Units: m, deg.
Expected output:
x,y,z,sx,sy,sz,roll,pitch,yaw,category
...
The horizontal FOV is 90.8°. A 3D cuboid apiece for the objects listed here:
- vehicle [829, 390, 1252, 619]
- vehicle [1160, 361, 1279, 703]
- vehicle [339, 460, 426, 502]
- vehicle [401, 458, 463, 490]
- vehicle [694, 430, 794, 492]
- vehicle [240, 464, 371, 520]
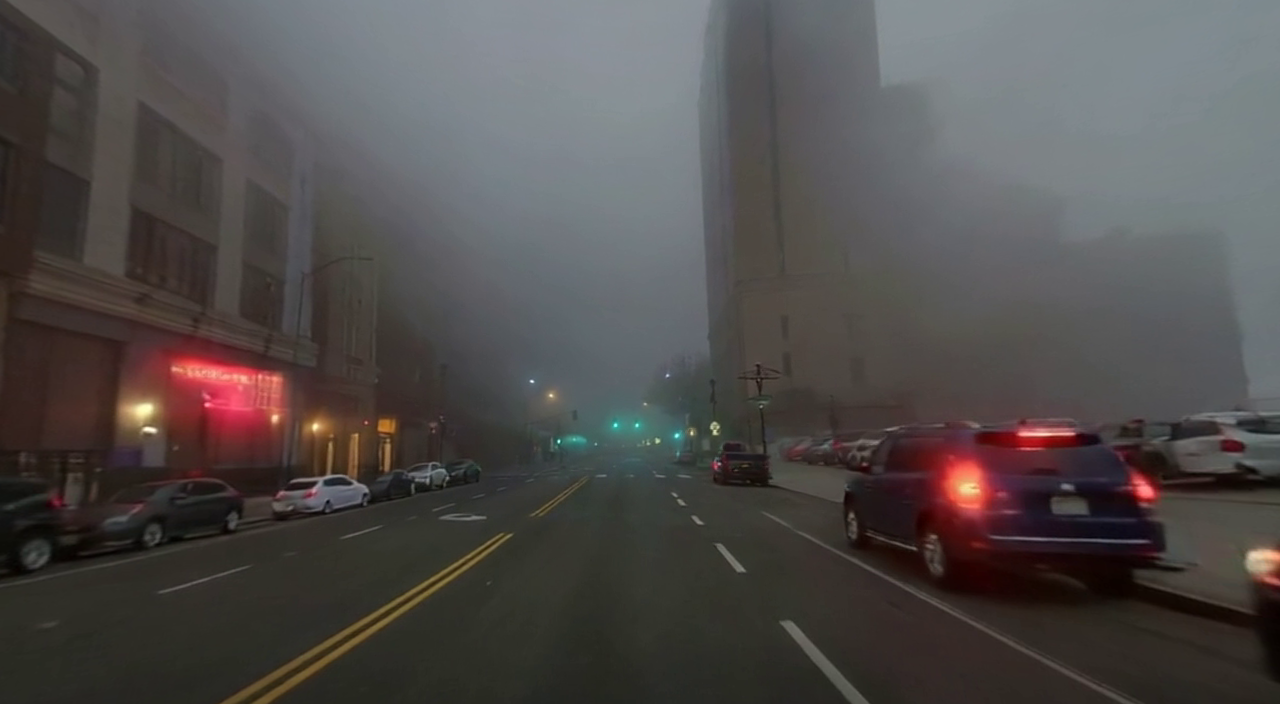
x,y,z,sx,sy,sz,roll,pitch,yaw,category
4.161,1.652,7.879,1.996,1.932,4.821,0,-8,-1,vehicle
3.843,0.638,0.824,2.118,1.779,5.121,-1,-8,3,vehicle
-10.850,5.437,26.982,1.803,1.489,4.404,0,-8,1,vehicle
-10.827,6.359,33.225,1.748,1.478,4.413,0,-8,0,vehicle
3.559,3.896,23.031,2.492,1.909,5.830,0,-8,-1,vehicle
-10.868,4.536,20.984,1.861,1.473,4.633,0,-8,-1,vehicle
